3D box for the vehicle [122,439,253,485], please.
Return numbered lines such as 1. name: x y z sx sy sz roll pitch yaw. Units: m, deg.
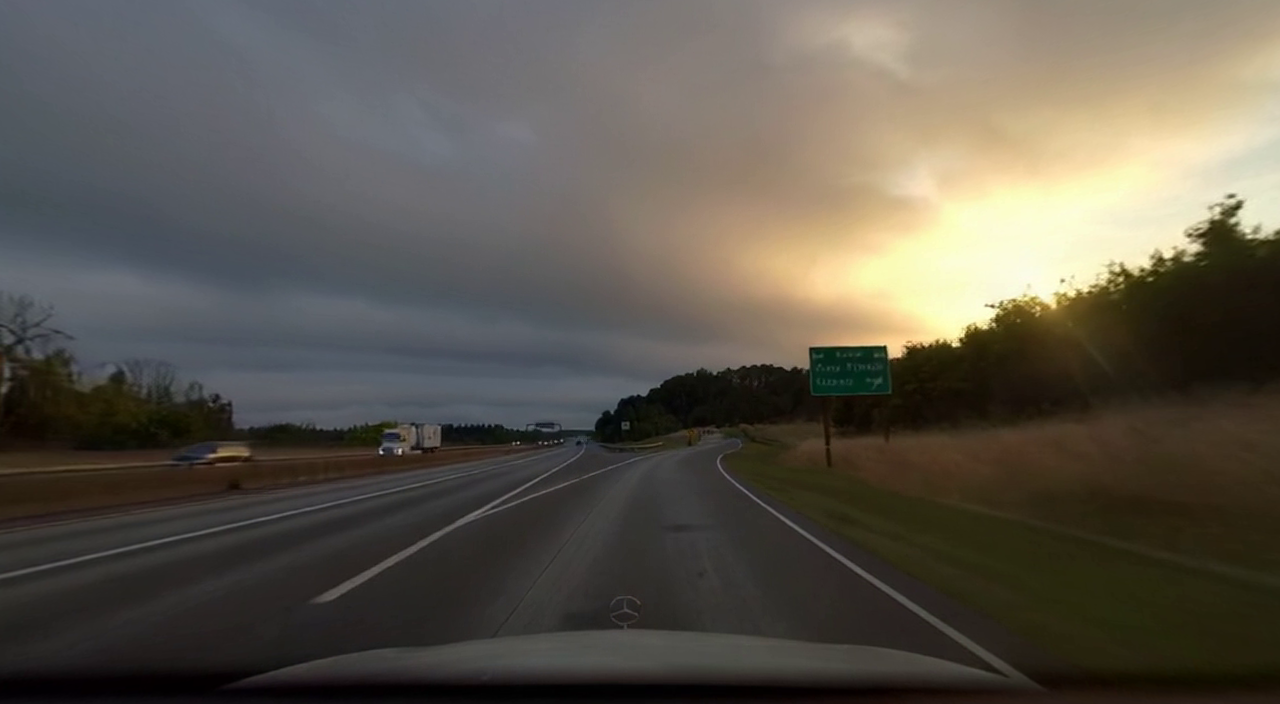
1. vehicle: -17.721 4.319 24.925 1.926 1.617 4.566 0 -9 -2
